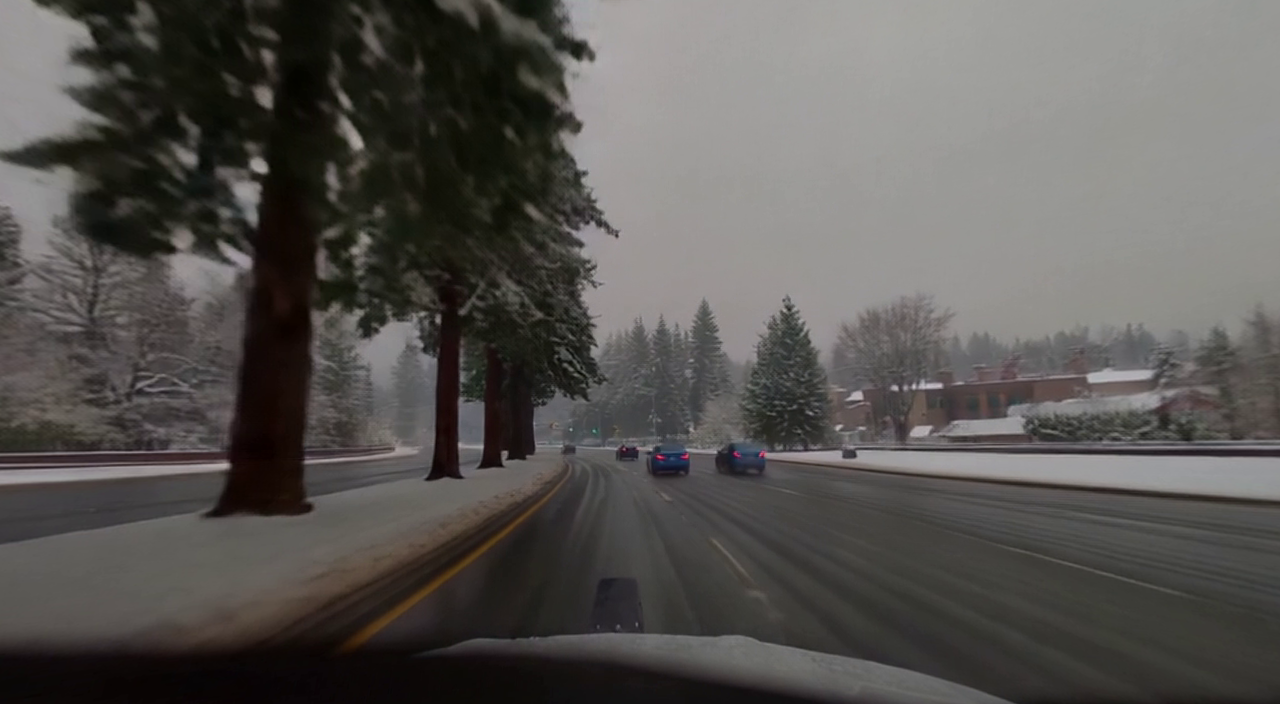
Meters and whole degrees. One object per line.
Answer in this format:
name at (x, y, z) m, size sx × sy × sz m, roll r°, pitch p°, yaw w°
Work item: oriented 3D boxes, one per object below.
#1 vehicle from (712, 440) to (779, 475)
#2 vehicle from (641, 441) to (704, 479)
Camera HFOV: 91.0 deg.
vehicle at (4.730, 4.795, 28.981) m, size 1.901 × 1.474 × 4.363 m, roll 1°, pitch -8°, yaw -6°
vehicle at (1.281, 4.536, 26.748) m, size 2.077 × 1.464 × 4.134 m, roll 1°, pitch -8°, yaw -6°
